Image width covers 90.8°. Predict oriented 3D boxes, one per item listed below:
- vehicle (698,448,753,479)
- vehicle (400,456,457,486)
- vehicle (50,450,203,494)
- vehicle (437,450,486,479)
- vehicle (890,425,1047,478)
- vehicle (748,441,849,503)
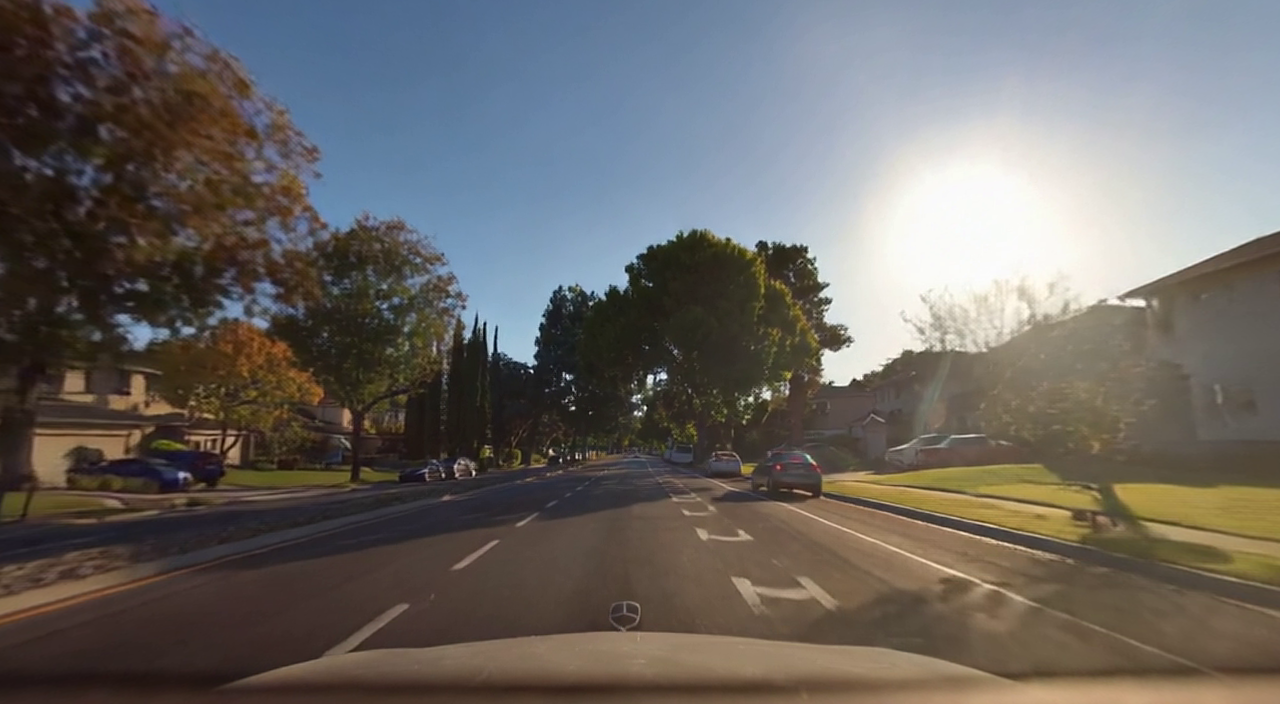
[{"bbox_3d":[4.485,5.940,33.954,2.035,1.498,4.910,0,-9,-3],"label":"vehicle"},{"bbox_3d":[-12.876,7.228,38.752,1.925,1.498,4.850,-4,-8,-1],"label":"vehicle"},{"bbox_3d":[-21.061,4.933,26.083,4.534,1.536,1.952,2,-8,0],"label":"vehicle"},{"bbox_3d":[-12.848,8.132,45.737,2.075,1.917,4.984,-1,-10,0],"label":"vehicle"},{"bbox_3d":[12.620,3.879,24.529,4.850,1.610,1.980,-5,-10,3],"label":"vehicle"},{"bbox_3d":[4.665,3.654,19.384,1.934,1.546,5.009,2,-10,2],"label":"vehicle"}]
